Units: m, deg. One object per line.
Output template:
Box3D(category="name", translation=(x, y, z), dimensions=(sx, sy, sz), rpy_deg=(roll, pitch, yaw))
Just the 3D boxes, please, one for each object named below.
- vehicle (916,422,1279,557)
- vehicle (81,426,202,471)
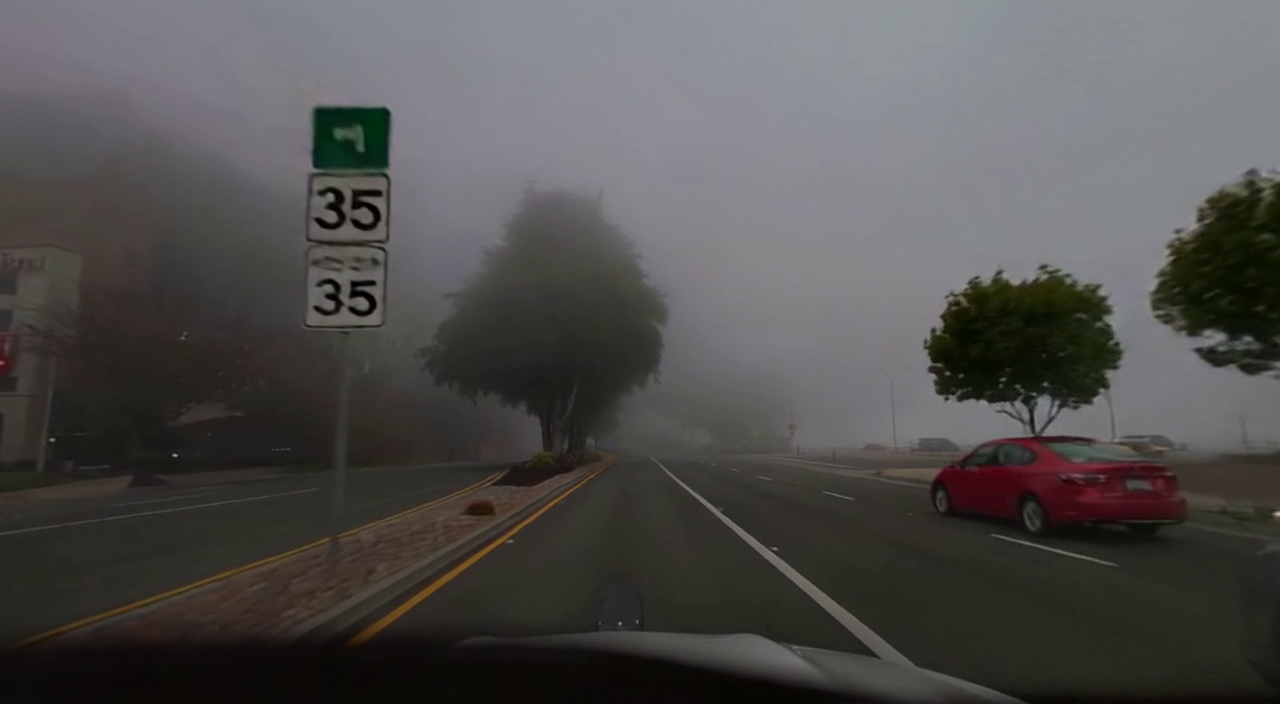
Box3D(category="vehicle", translation=(6.545, 1.970, 9.881), dimensions=(2.088, 1.524, 5.085), rpy_deg=(0, -9, -1))
Box3D(category="vehicle", translation=(-34.822, 6.759, 44.298), dimensions=(6.180, 2.962, 2.395), rpy_deg=(0, -9, -4))
